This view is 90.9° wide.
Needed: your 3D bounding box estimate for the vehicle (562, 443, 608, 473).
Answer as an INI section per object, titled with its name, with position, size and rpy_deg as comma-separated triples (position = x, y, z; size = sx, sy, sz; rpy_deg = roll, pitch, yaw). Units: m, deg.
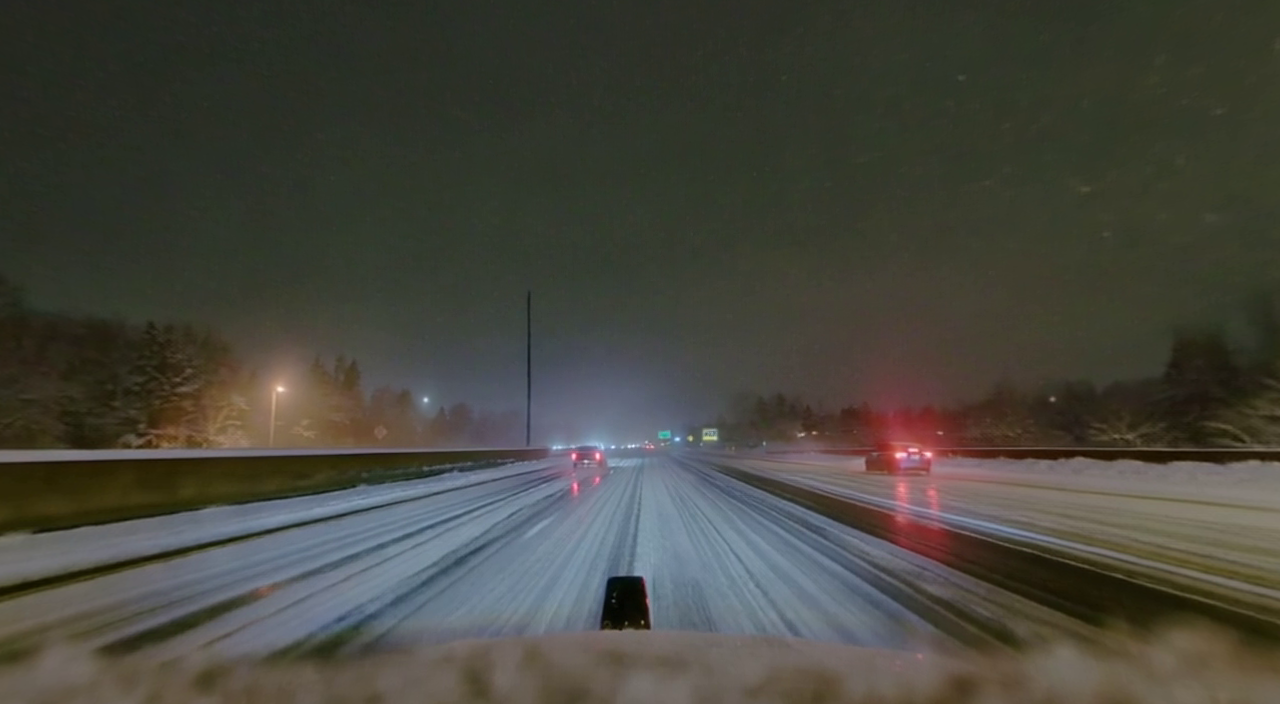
[vehicle]
position = -2.914, 5.730, 34.248
size = 1.968, 1.504, 3.892
rpy_deg = 0, -8, 3
